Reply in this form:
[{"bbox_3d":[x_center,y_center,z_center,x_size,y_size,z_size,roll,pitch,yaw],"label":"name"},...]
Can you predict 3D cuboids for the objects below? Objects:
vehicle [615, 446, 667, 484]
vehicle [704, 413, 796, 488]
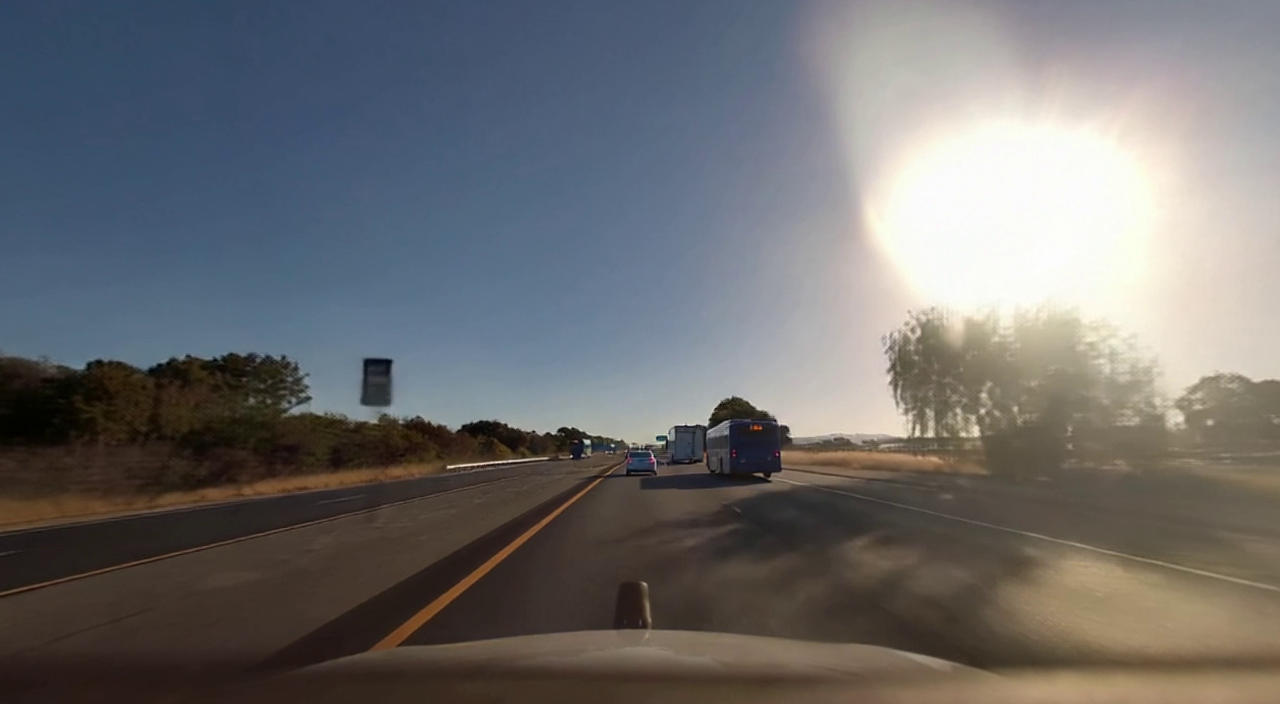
[{"bbox_3d":[0.018,4.628,26.019,2.004,1.449,3.817,0,-9,-1],"label":"vehicle"},{"bbox_3d":[4.101,3.864,24.739,2.440,2.555,5.957,0,-9,-1],"label":"vehicle"}]
